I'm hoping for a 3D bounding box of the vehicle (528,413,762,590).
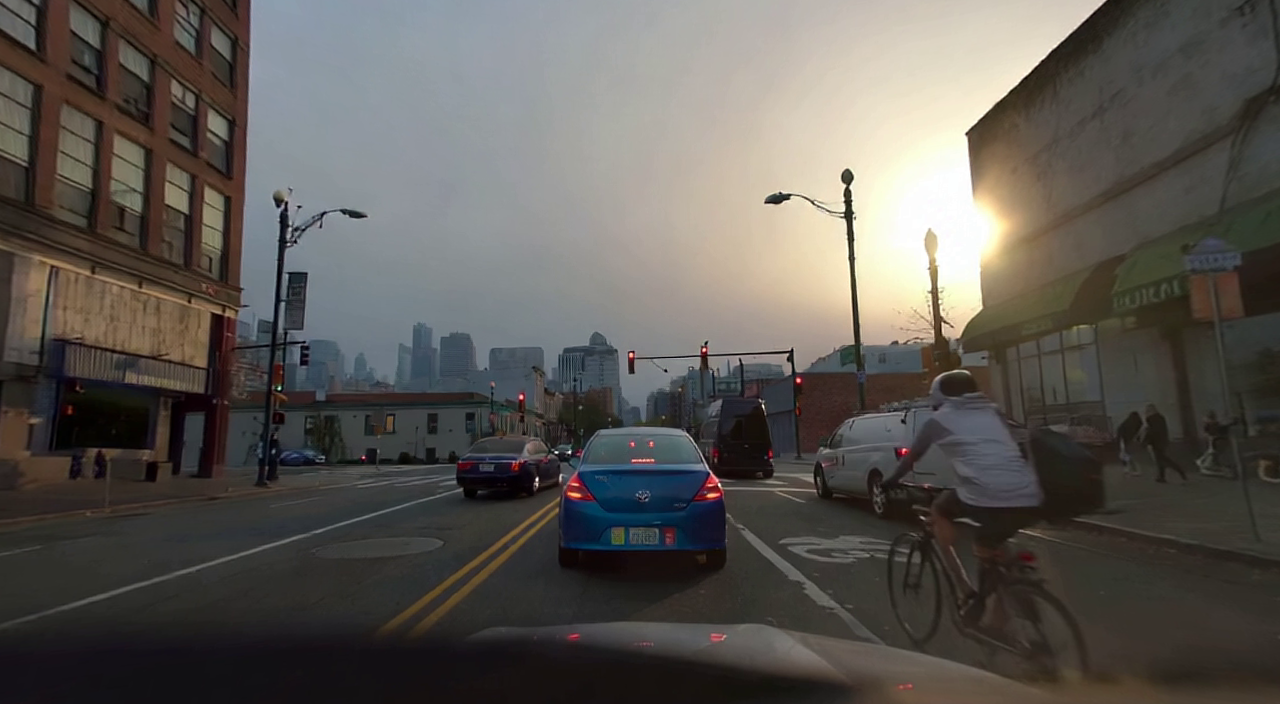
[{"bbox_3d":[0.031,1.643,7.705,2.091,1.557,4.000,0,-9,0],"label":"vehicle"}]

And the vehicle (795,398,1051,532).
[{"bbox_3d":[4.499,1.912,11.126,2.142,1.829,4.767,0,-9,-2],"label":"vehicle"}]

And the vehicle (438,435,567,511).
[{"bbox_3d":[-2.948,2.707,14.629,2.039,1.452,4.489,0,-9,-1],"label":"vehicle"}]
